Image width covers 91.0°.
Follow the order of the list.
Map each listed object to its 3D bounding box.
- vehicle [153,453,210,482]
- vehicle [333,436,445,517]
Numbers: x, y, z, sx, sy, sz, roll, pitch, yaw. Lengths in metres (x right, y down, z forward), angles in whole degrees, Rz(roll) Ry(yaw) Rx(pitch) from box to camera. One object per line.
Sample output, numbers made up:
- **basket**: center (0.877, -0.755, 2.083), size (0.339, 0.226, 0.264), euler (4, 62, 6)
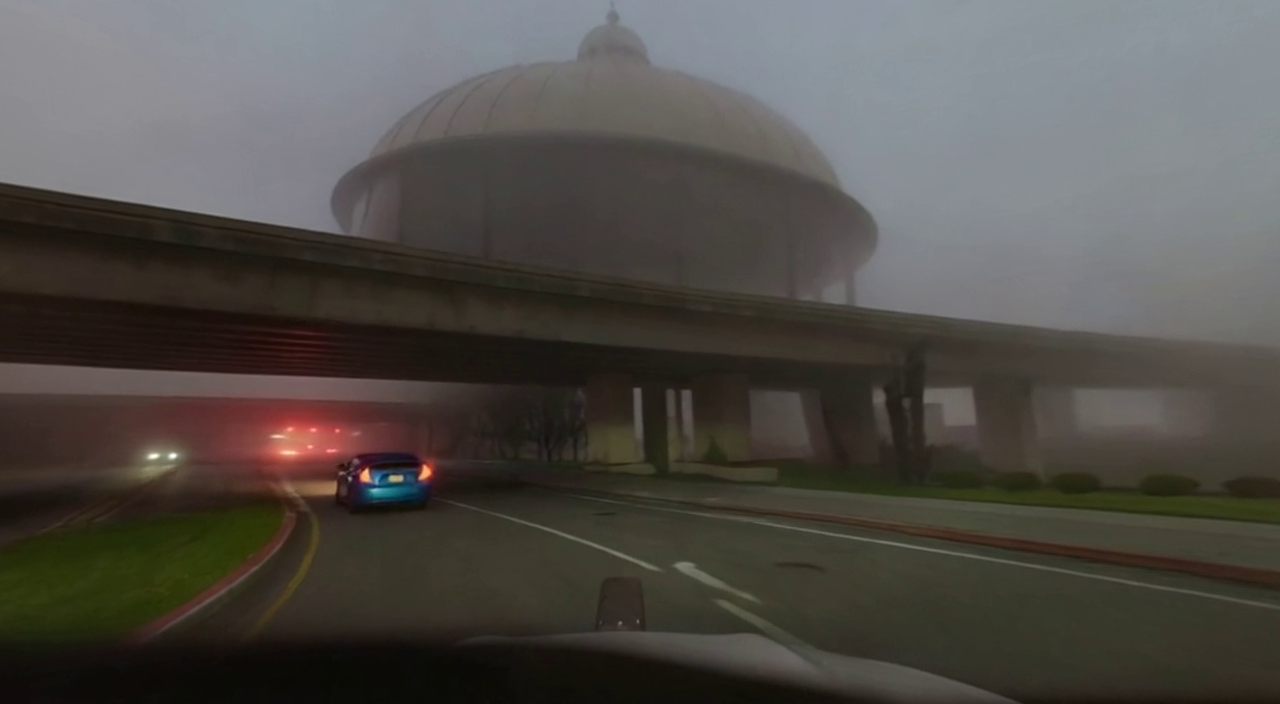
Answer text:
- **vehicle**: center (-27.747, 6.955, 38.253), size (2.009, 1.523, 4.641), euler (4, -10, -27)
- **vehicle**: center (-5.927, 2.773, 14.610), size (1.976, 1.584, 3.772), euler (4, -10, -27)
